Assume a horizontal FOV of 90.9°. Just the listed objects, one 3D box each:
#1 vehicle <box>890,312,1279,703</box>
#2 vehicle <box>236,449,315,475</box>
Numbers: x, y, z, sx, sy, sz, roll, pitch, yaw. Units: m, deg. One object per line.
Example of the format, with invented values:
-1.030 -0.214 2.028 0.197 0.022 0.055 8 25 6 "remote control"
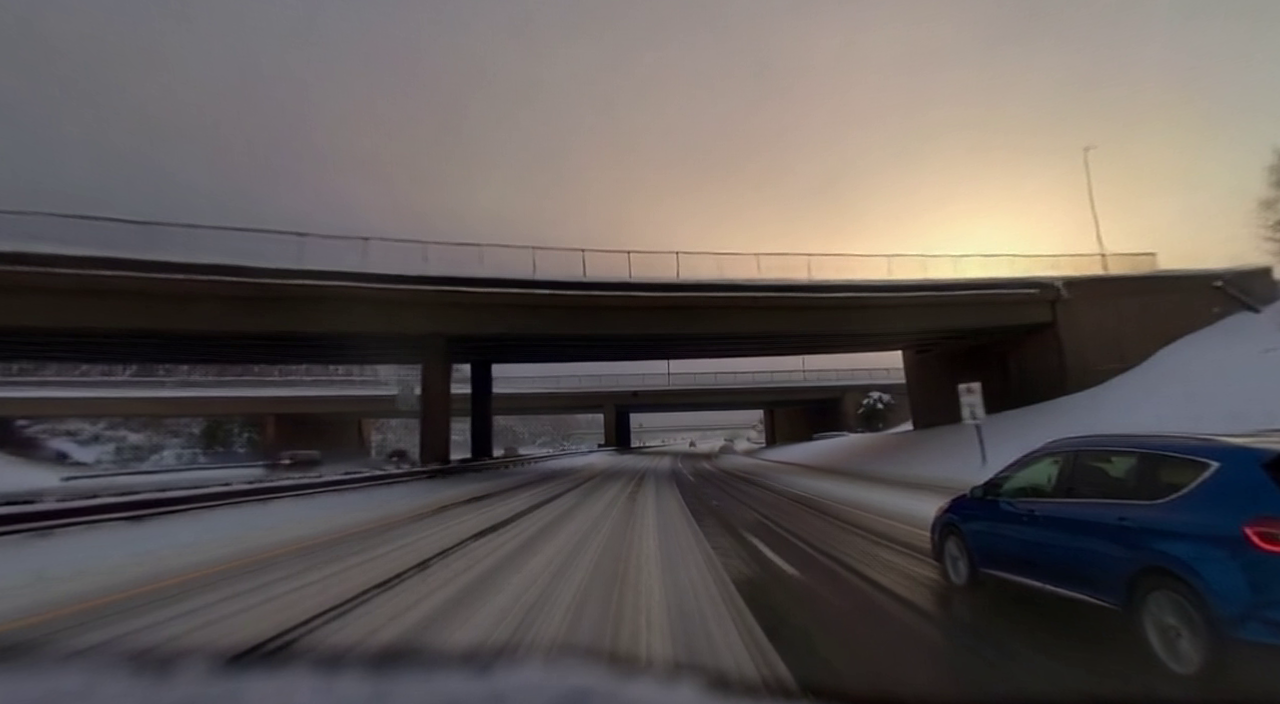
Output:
3.527 0.955 4.022 2.019 1.732 4.579 0 -9 1 "vehicle"
-26.471 7.998 46.018 2.082 1.711 5.080 -2 -9 10 "vehicle"
